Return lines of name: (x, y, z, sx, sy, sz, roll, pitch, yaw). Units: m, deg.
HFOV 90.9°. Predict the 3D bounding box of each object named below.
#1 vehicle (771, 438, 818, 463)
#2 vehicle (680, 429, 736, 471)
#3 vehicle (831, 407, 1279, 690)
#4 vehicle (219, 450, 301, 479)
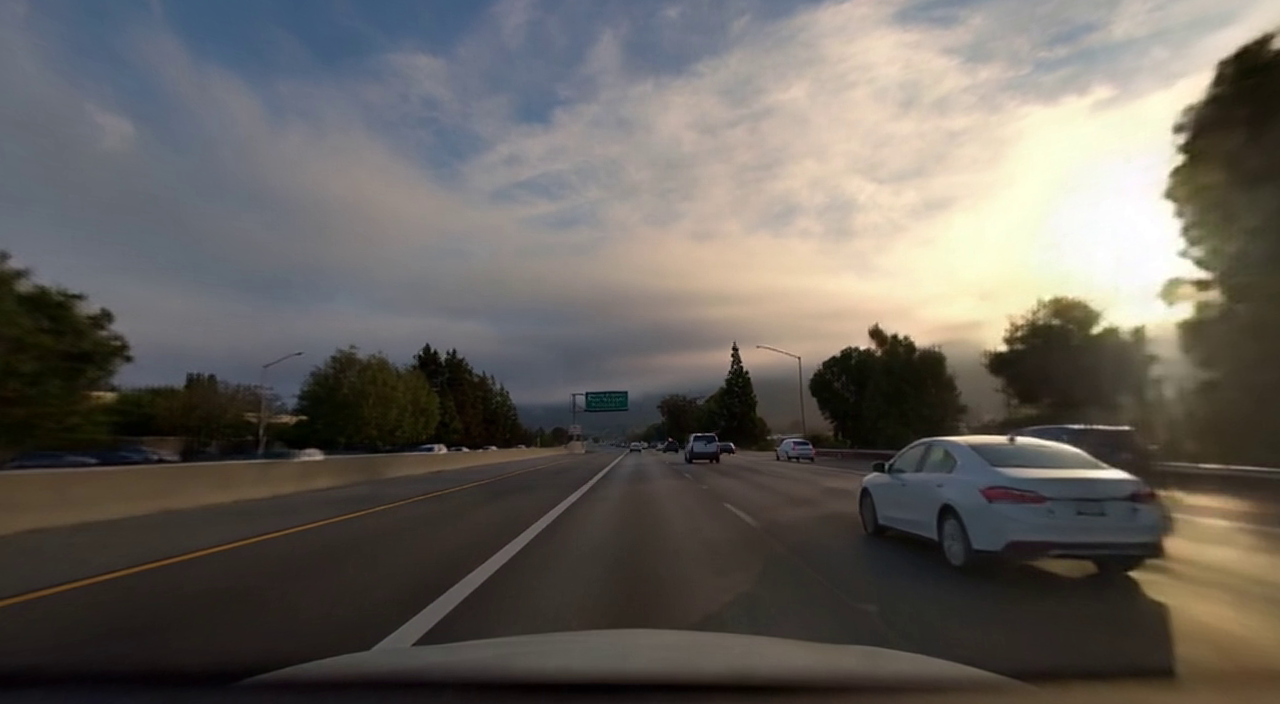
vehicle: (11.028, 7.060, 45.383, 2.045, 1.658, 4.598, 0, -8, -2)
vehicle: (3.448, 5.103, 33.105, 2.218, 1.964, 5.662, 0, -8, -1)
vehicle: (3.495, 1.421, 5.880, 1.978, 1.535, 4.705, 0, -8, 0)
vehicle: (-21.491, 6.360, 35.920, 1.825, 1.444, 4.583, 0, -8, 0)
